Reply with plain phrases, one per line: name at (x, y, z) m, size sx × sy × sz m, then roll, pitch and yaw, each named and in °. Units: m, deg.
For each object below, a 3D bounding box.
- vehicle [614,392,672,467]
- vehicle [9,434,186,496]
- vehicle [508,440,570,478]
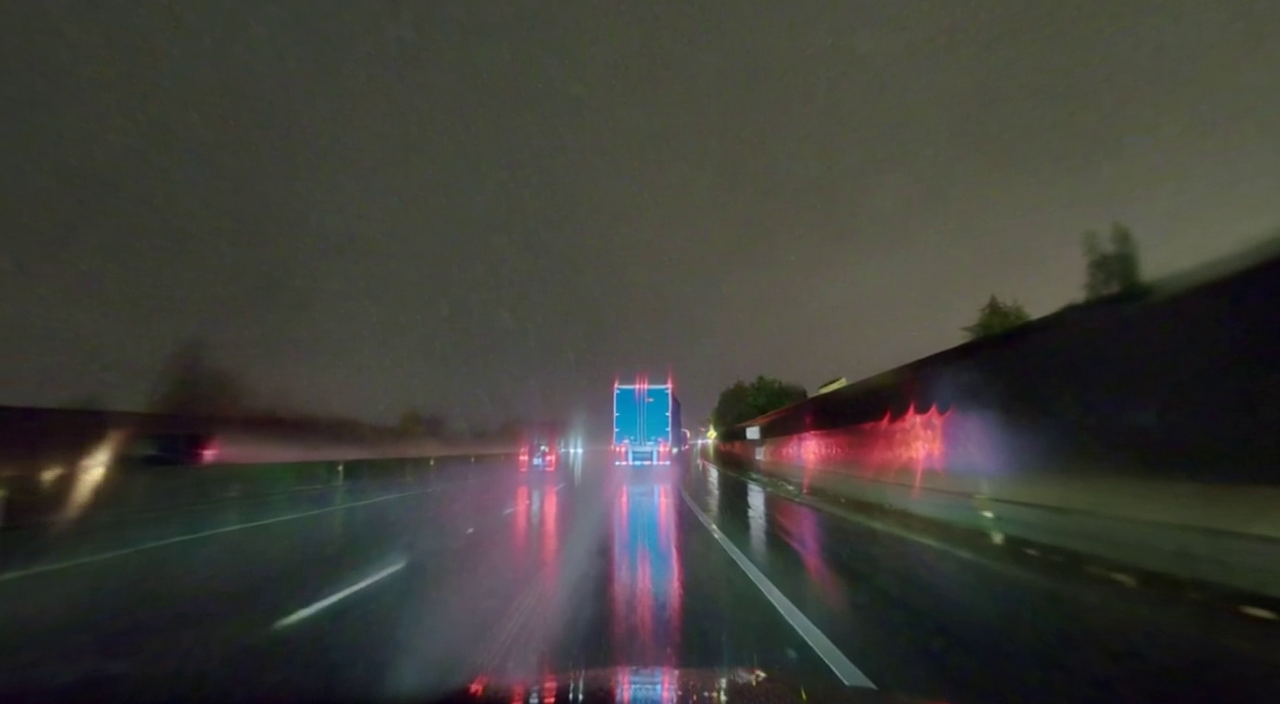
vehicle at (0.275, 5.042, 39.729) m, size 3.123 × 4.094 × 10.812 m, roll 0°, pitch -9°, yaw 1°
vehicle at (-24.040, 5.011, 28.279) m, size 2.274 × 2.431 × 6.163 m, roll -1°, pitch -9°, yaw 2°
vehicle at (-4.192, 4.527, 26.684) m, size 1.895 × 1.500 × 3.808 m, roll 0°, pitch -9°, yaw 2°
